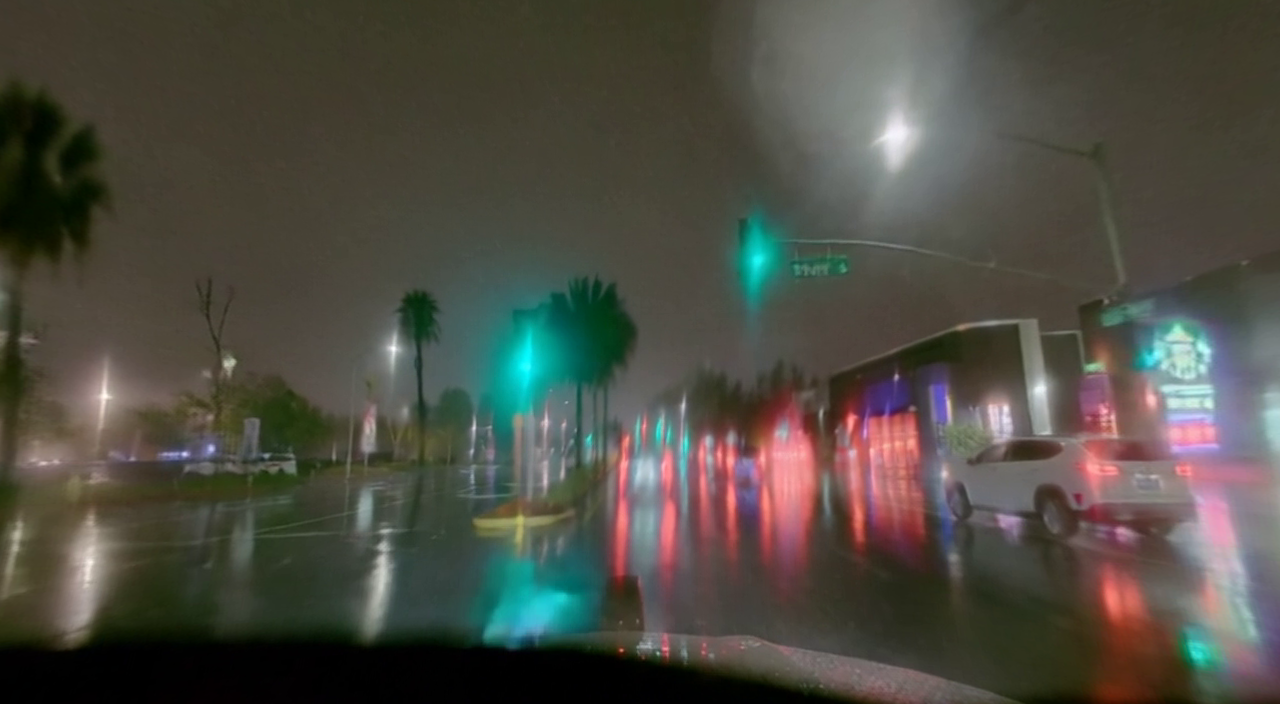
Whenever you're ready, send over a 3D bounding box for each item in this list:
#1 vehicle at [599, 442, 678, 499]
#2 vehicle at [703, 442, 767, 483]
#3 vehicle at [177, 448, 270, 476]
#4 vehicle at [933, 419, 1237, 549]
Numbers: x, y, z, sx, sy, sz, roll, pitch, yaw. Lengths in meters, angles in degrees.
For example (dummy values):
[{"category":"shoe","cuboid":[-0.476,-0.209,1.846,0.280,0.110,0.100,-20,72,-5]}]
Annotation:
[{"category":"vehicle","cuboid":[-0.057,3.470,18.959,2.110,1.487,3.873,0,-8,0]},{"category":"vehicle","cuboid":[3.821,4.507,26.218,1.892,1.532,4.177,0,-8,-2]},{"category":"vehicle","cuboid":[-30.816,8.174,46.858,5.230,1.986,2.250,-1,-11,3]},{"category":"vehicle","cuboid":[6.828,2.040,10.410,1.940,1.674,4.085,0,-8,-1]}]
